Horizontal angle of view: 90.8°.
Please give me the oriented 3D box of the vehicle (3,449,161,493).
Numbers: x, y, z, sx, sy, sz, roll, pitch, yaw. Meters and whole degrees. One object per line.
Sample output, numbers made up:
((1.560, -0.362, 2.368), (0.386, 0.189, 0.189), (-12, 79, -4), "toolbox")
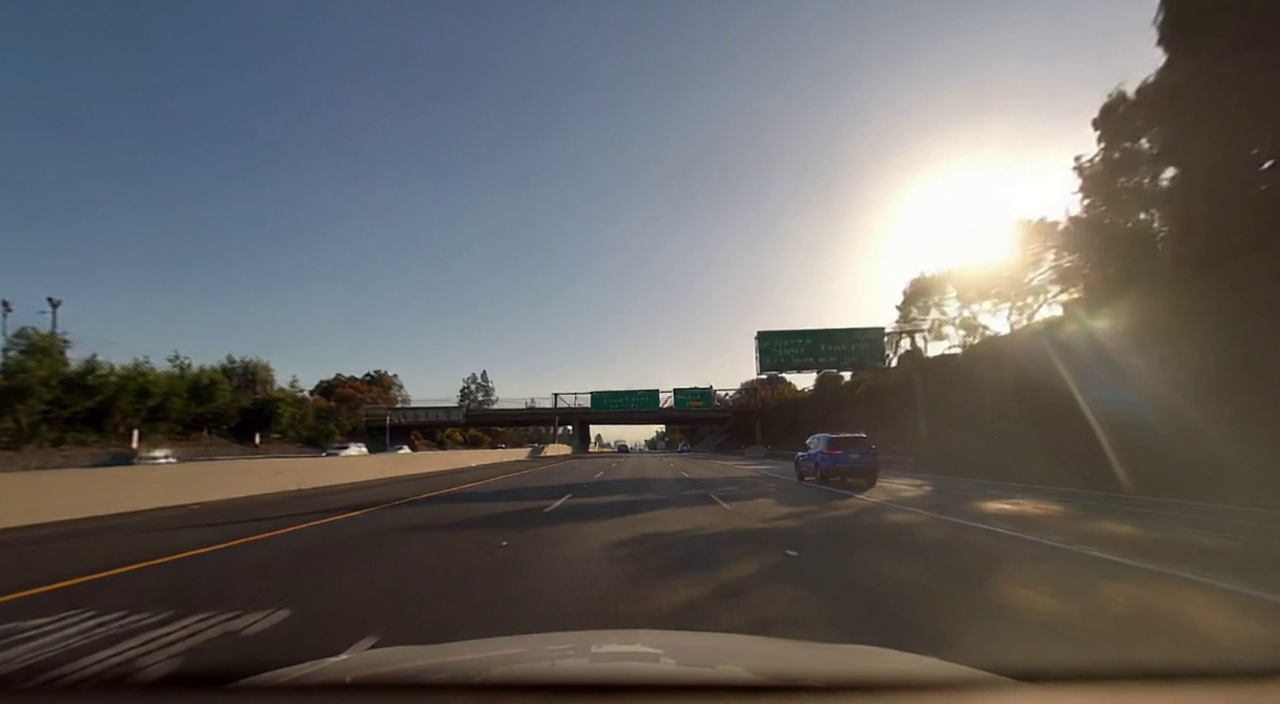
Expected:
((-21.687, 4.611, 24.872), (1.895, 1.490, 4.731), (0, -8, 0), "vehicle")

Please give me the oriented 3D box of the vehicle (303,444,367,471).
((-21.715, 7.477, 45.197), (2.096, 1.815, 4.839), (0, -8, 0), "vehicle")

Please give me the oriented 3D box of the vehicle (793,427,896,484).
((7.415, 3.803, 23.479), (2.222, 1.899, 4.595), (0, -8, -1), "vehicle")
